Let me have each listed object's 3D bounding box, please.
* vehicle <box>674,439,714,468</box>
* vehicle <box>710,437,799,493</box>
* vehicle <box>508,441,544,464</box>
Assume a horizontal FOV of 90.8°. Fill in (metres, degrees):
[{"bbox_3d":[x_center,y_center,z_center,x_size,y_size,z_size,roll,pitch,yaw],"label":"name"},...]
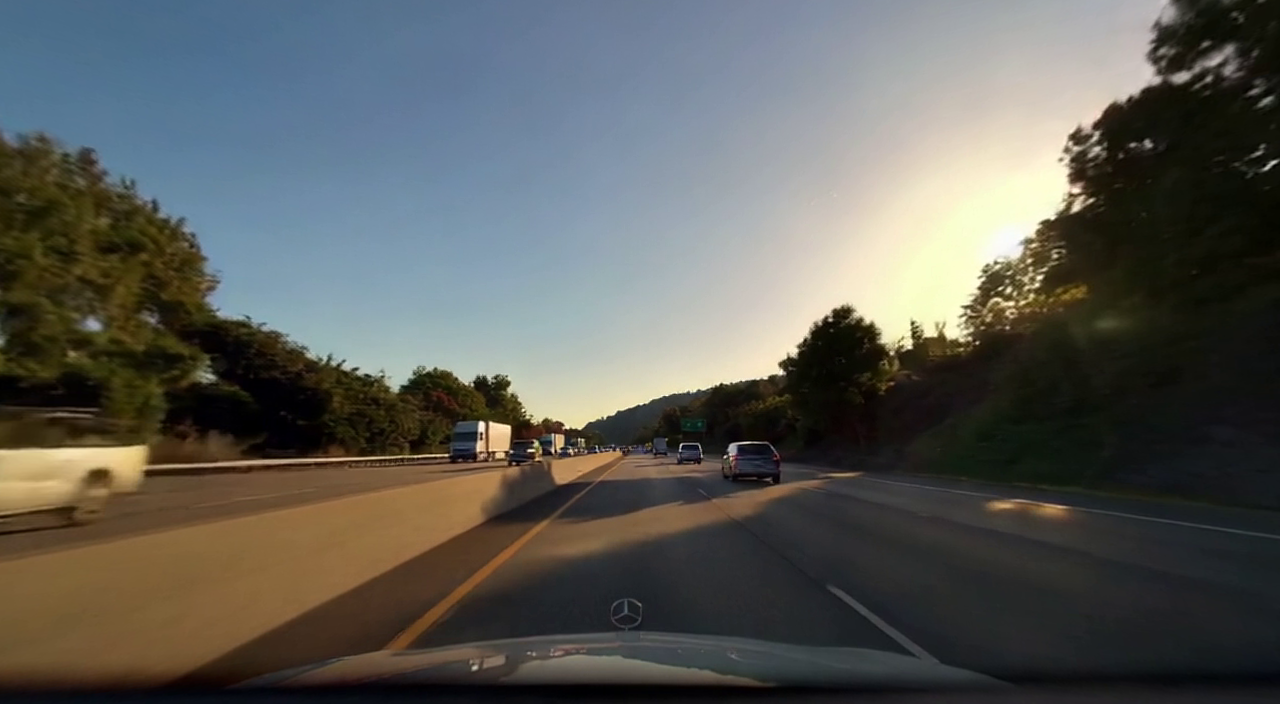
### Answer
[{"bbox_3d":[3.460,6.664,41.391,2.070,1.751,4.576,0,-9,-2],"label":"vehicle"},{"bbox_3d":[3.564,3.619,20.505,2.023,1.603,4.159,0,-9,-1],"label":"vehicle"},{"bbox_3d":[-8.692,7.734,48.439,1.988,1.672,4.426,0,-9,0],"label":"vehicle"}]
